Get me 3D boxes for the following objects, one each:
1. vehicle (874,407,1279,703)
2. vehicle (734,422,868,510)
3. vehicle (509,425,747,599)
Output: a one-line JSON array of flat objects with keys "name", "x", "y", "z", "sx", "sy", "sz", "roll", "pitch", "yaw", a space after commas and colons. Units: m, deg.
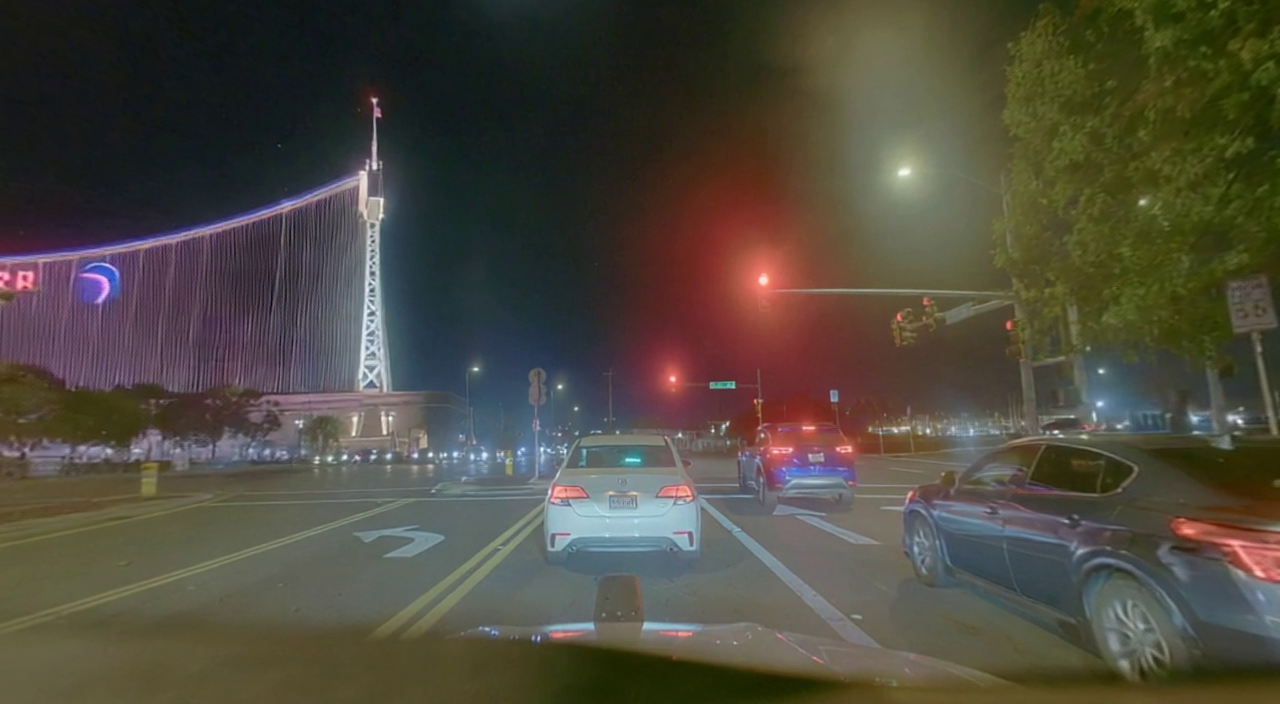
[{"name": "vehicle", "x": 3.371, "y": 1.231, "z": 4.345, "sx": 1.833, "sy": 1.465, "sz": 4.258, "roll": 0, "pitch": -8, "yaw": -1}, {"name": "vehicle", "x": 3.545, "y": 2.613, "z": 14.911, "sx": 1.978, "sy": 1.738, "sz": 4.599, "roll": 0, "pitch": -8, "yaw": 1}, {"name": "vehicle", "x": -0.120, "y": 1.698, "z": 7.537, "sx": 2.096, "sy": 1.521, "sz": 3.747, "roll": 0, "pitch": -8, "yaw": 0}]
